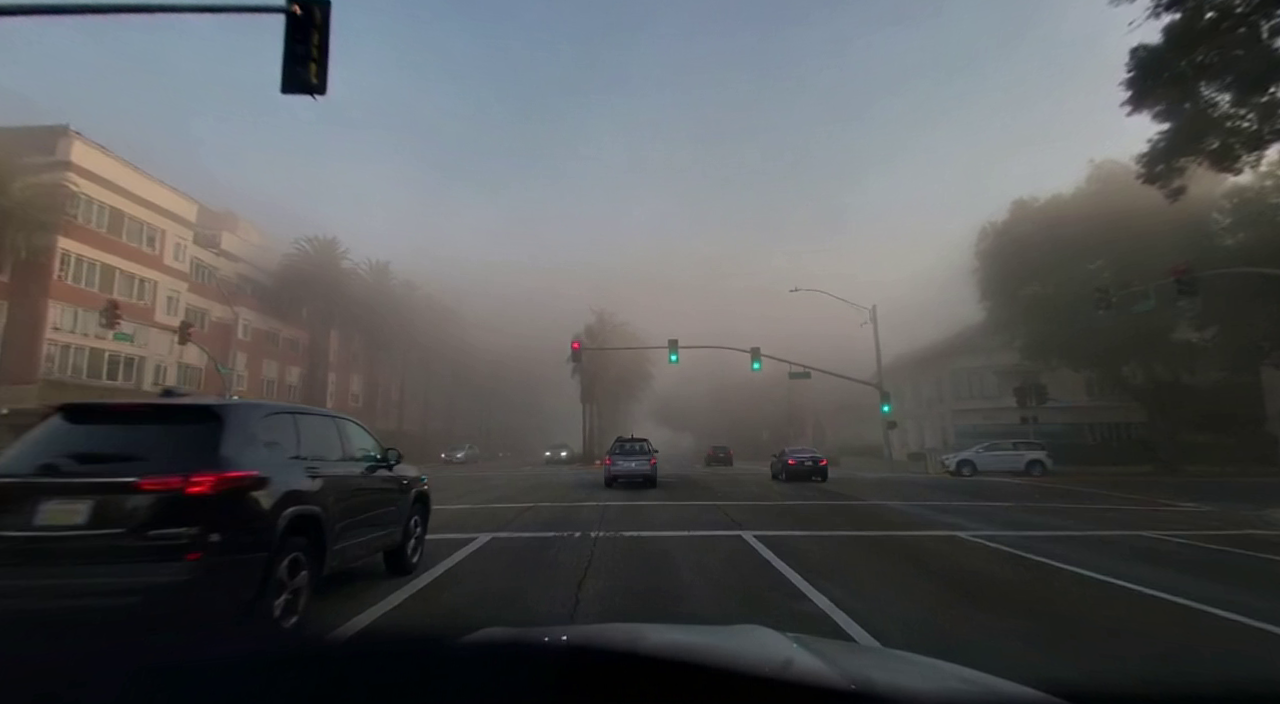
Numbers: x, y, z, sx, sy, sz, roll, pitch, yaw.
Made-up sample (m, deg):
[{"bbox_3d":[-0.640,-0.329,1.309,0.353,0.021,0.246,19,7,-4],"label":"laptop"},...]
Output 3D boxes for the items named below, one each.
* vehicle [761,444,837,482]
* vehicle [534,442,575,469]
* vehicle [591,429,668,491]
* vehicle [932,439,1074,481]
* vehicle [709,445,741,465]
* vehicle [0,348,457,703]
[{"bbox_3d":[6.717,4.745,27.197,1.975,1.483,4.769,0,-8,-1],"label":"vehicle"},{"bbox_3d":[-5.342,6.518,39.790,2.028,1.489,4.386,-3,-8,-1],"label":"vehicle"},{"bbox_3d":[-0.319,3.535,20.944,2.277,1.816,4.192,0,-8,0],"label":"vehicle"},{"bbox_3d":[15.373,4.580,26.972,4.722,1.695,2.121,-2,-9,11],"label":"vehicle"},{"bbox_3d":[6.429,7.861,48.108,1.777,1.443,3.942,0,-8,-2],"label":"vehicle"},{"bbox_3d":[-3.425,1.242,5.440,2.144,1.796,5.103,0,-8,0],"label":"vehicle"}]
